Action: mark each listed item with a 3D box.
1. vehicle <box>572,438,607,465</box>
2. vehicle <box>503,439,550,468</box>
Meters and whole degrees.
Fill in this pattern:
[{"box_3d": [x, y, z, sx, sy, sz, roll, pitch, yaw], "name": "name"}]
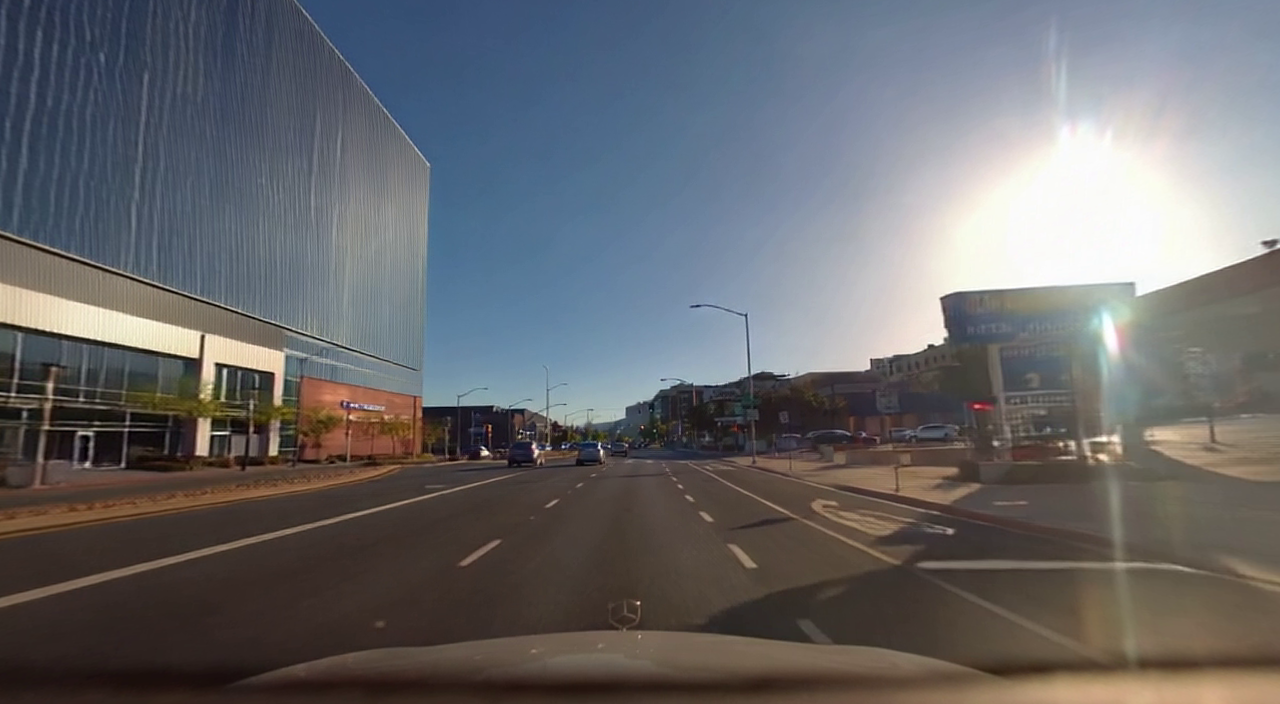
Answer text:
[{"box_3d": [-3.496, 6.962, 44.244, 2.052, 1.729, 4.195, 0, -9, 1], "name": "vehicle"}, {"box_3d": [-6.698, 6.069, 37.850, 1.909, 1.605, 4.561, 0, -9, 1], "name": "vehicle"}]
